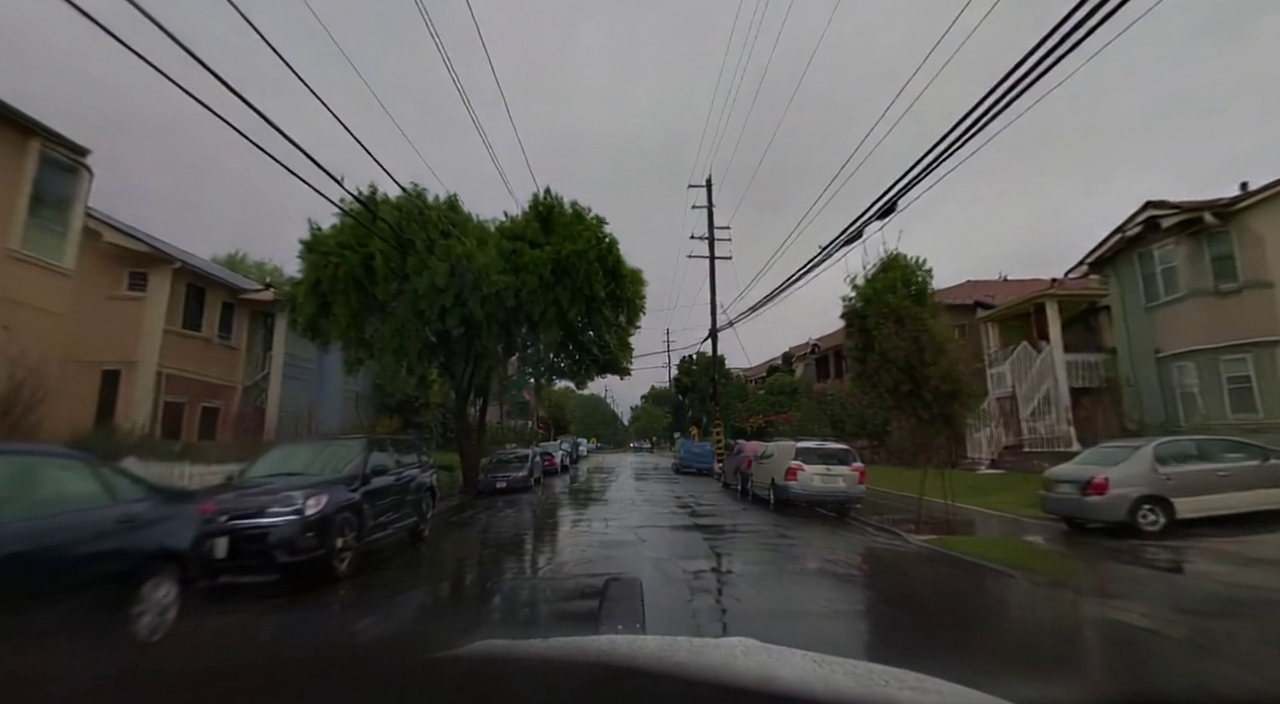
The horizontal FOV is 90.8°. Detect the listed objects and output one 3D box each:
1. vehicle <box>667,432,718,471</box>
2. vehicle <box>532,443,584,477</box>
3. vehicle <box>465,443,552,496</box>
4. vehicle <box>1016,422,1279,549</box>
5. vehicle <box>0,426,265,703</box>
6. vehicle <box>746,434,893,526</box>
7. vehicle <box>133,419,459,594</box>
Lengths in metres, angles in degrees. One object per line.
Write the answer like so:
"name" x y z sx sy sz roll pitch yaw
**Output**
"vehicle" 3.085 6.042 38.484 2.564 2.155 6.053 0 -8 0
"vehicle" -3.900 5.234 30.770 1.979 1.471 4.366 1 -9 0
"vehicle" -4.020 3.653 20.081 1.998 1.476 4.410 0 -9 -2
"vehicle" 7.973 1.742 8.568 4.480 1.497 1.884 -1 -8 2
"vehicle" -4.053 1.117 3.101 1.745 1.490 4.304 0 -8 0
"vehicle" 3.461 2.529 13.059 1.916 1.587 3.986 0 -9 1
"vehicle" -3.845 1.767 8.028 1.876 1.645 3.911 0 -9 0
